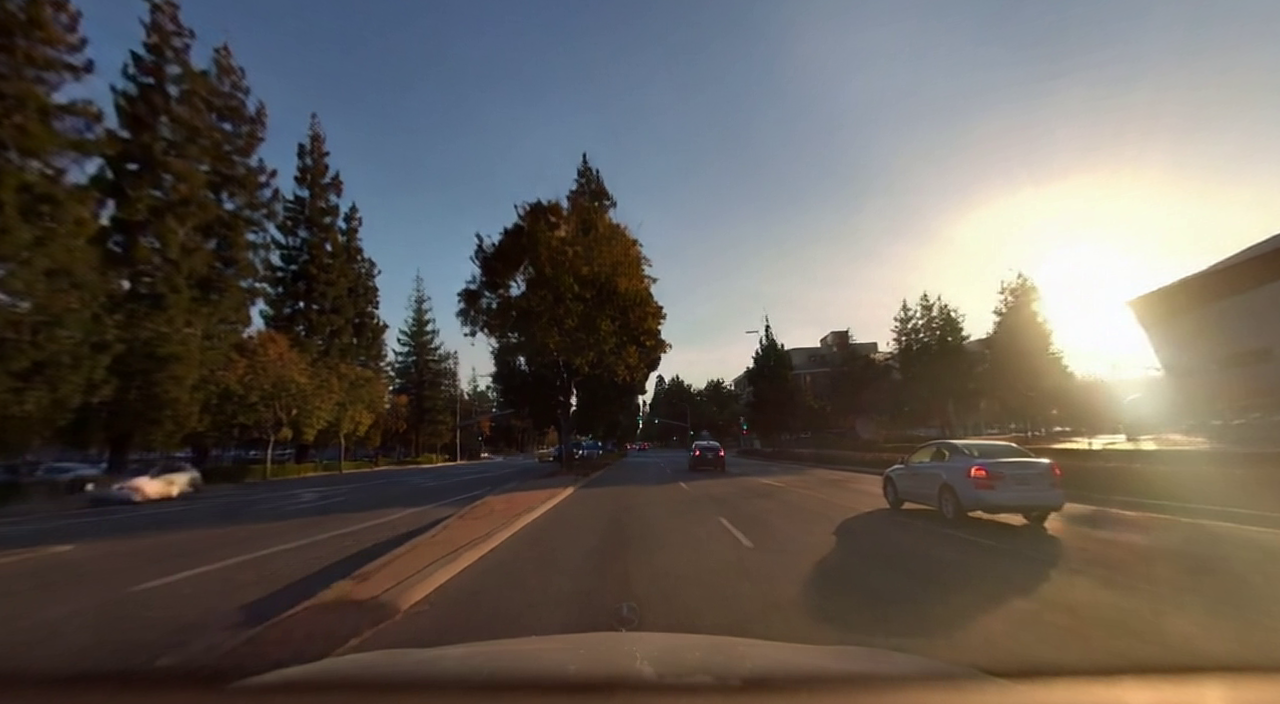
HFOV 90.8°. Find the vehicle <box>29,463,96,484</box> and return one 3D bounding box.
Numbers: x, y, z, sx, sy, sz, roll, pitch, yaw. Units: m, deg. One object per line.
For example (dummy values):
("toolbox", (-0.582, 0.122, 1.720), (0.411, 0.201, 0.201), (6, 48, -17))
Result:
("vehicle", (-43.999, 9.243, 48.215), (1.702, 1.416, 3.637), (0, -9, -2))

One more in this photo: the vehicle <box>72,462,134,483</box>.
("vehicle", (-41.096, 9.214, 48.419), (1.640, 1.377, 3.557), (0, -9, -1))

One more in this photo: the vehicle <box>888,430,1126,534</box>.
("vehicle", (6.653, 2.383, 12.179), (2.000, 1.618, 4.238), (0, -9, 0))

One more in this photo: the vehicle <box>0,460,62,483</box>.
("vehicle", (-46.866, 9.121, 48.299), (1.703, 1.544, 3.745), (0, -9, -1))

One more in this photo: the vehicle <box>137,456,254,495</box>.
("vehicle", (-20.578, 5.708, 29.543), (1.950, 1.604, 4.756), (0, -9, 1))

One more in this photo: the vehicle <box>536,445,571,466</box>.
("vehicle", (-6.550, 7.836, 47.988), (1.970, 1.483, 4.269), (0, -9, 1))

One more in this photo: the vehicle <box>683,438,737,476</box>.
("vehicle", (3.458, 5.297, 32.198), (2.095, 1.759, 4.862), (0, -9, -1))
